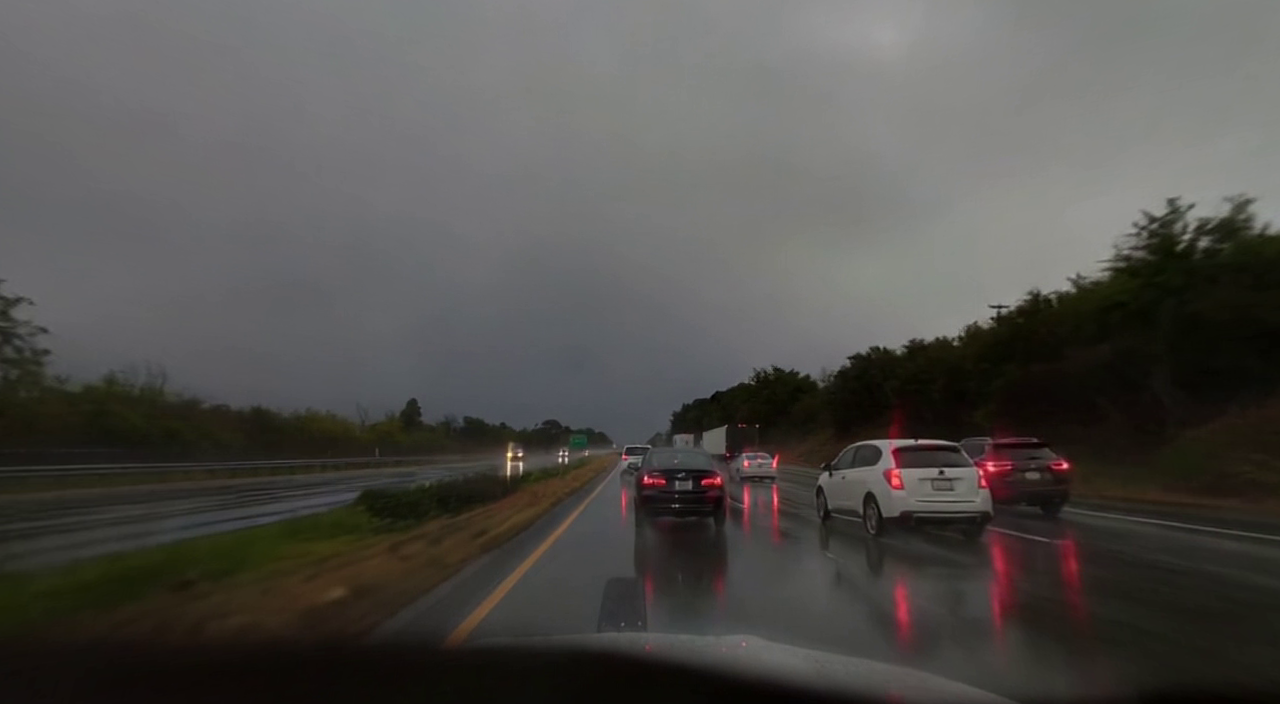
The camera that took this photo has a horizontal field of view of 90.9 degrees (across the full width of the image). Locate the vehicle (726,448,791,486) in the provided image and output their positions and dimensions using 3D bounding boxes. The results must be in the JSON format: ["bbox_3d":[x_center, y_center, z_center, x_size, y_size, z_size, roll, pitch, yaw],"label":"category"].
[{"bbox_3d":[5.077,4.997,27.637,1.908,1.500,4.157,0,-9,-2],"label":"vehicle"}]

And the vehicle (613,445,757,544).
[{"bbox_3d":[0.631,2.381,11.131,2.094,1.426,3.725,0,-9,-1],"label":"vehicle"}]

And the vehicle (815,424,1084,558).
[{"bbox_3d":[4.578,2.123,10.345,1.998,1.657,4.604,0,-9,-1],"label":"vehicle"}]
